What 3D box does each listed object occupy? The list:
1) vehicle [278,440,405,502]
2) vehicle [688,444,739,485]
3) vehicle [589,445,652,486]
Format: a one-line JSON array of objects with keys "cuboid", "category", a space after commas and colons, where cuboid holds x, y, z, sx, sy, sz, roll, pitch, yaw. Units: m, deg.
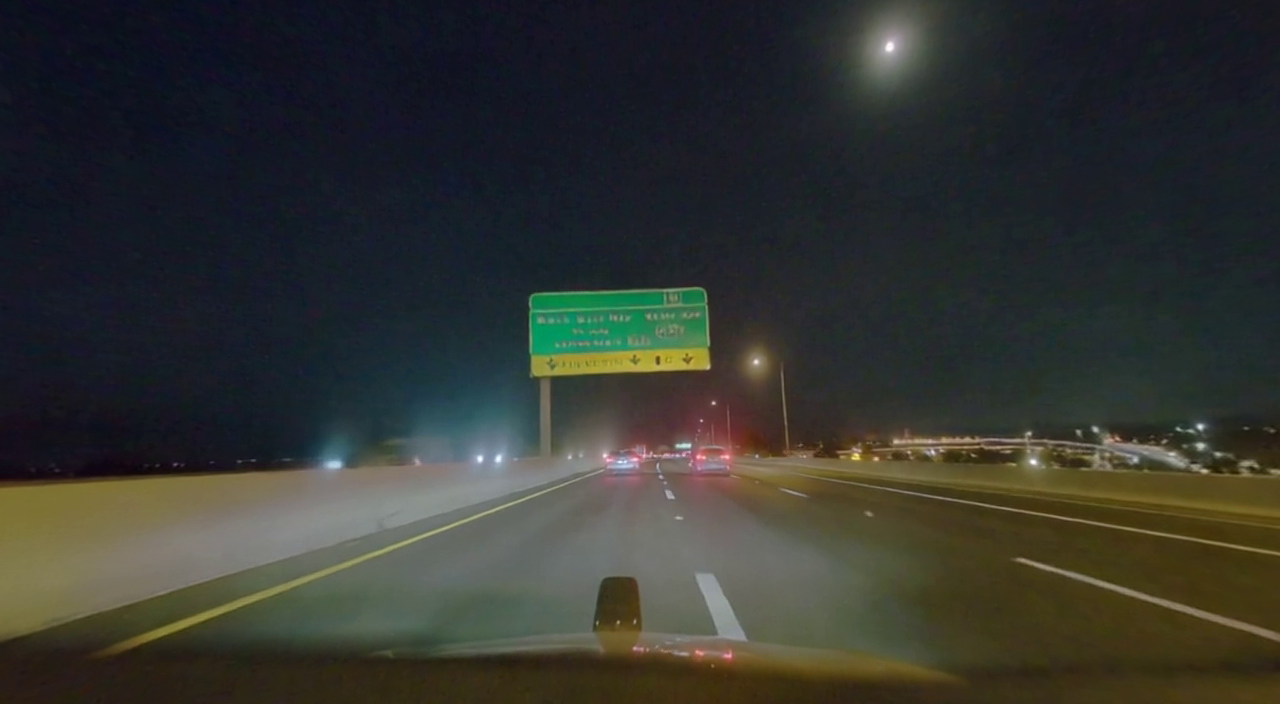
[{"cuboid": [-10.617, 4.242, 22.875, 2.164, 1.955, 5.285, 0, -9, -2], "category": "vehicle"}, {"cuboid": [3.133, 4.771, 26.886, 1.969, 1.595, 3.964, -1, -9, 6], "category": "vehicle"}, {"cuboid": [-0.752, 4.796, 26.870, 2.084, 1.594, 4.219, -1, -9, 6], "category": "vehicle"}]
